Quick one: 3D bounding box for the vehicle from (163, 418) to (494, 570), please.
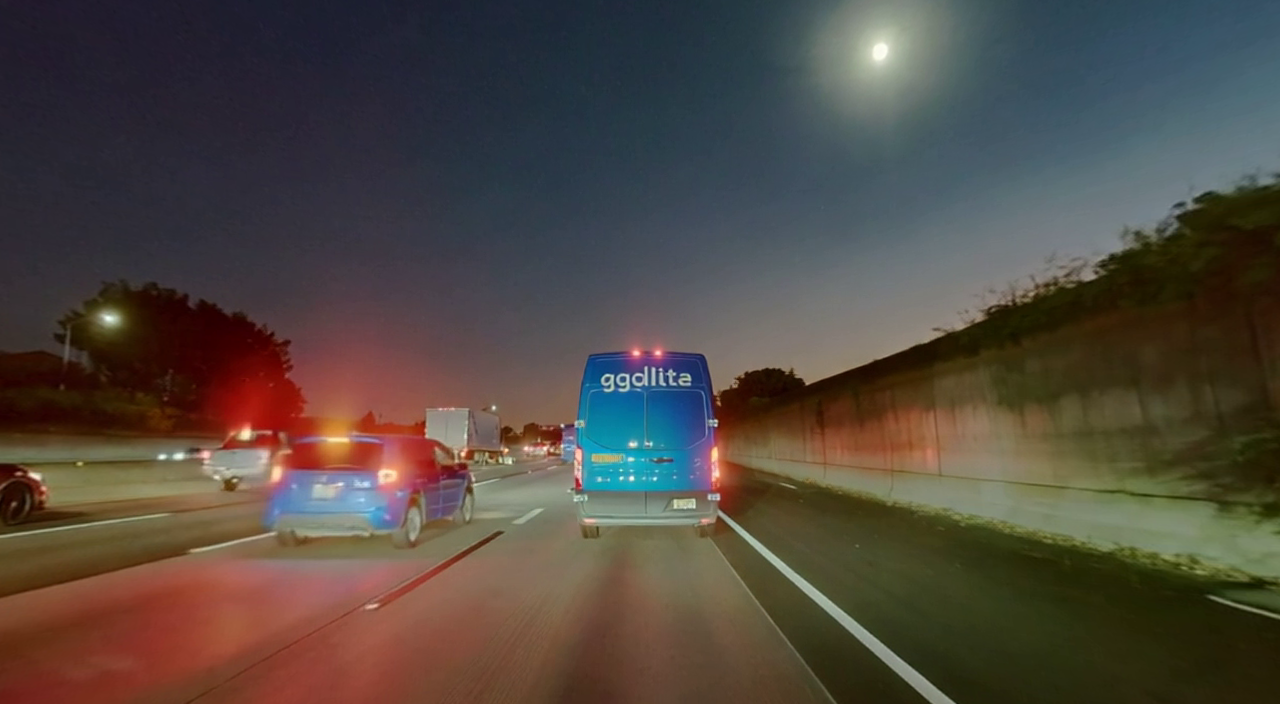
[{"bbox_3d":[-3.776,1.819,8.910,2.212,1.551,4.658,0,-8,1],"label":"vehicle"}]

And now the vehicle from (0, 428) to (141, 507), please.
[{"bbox_3d":[-14.362,2.647,14.709,1.812,1.642,4.323,0,-8,1],"label":"vehicle"}]

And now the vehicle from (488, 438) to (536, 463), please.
[{"bbox_3d":[-9.156,7.070,45.518,1.934,1.567,4.536,-1,-7,8],"label":"vehicle"}]

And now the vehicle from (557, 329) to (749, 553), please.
[{"bbox_3d":[0.212,1.535,10.958,2.316,2.738,6.398,0,-8,1],"label":"vehicle"}]
